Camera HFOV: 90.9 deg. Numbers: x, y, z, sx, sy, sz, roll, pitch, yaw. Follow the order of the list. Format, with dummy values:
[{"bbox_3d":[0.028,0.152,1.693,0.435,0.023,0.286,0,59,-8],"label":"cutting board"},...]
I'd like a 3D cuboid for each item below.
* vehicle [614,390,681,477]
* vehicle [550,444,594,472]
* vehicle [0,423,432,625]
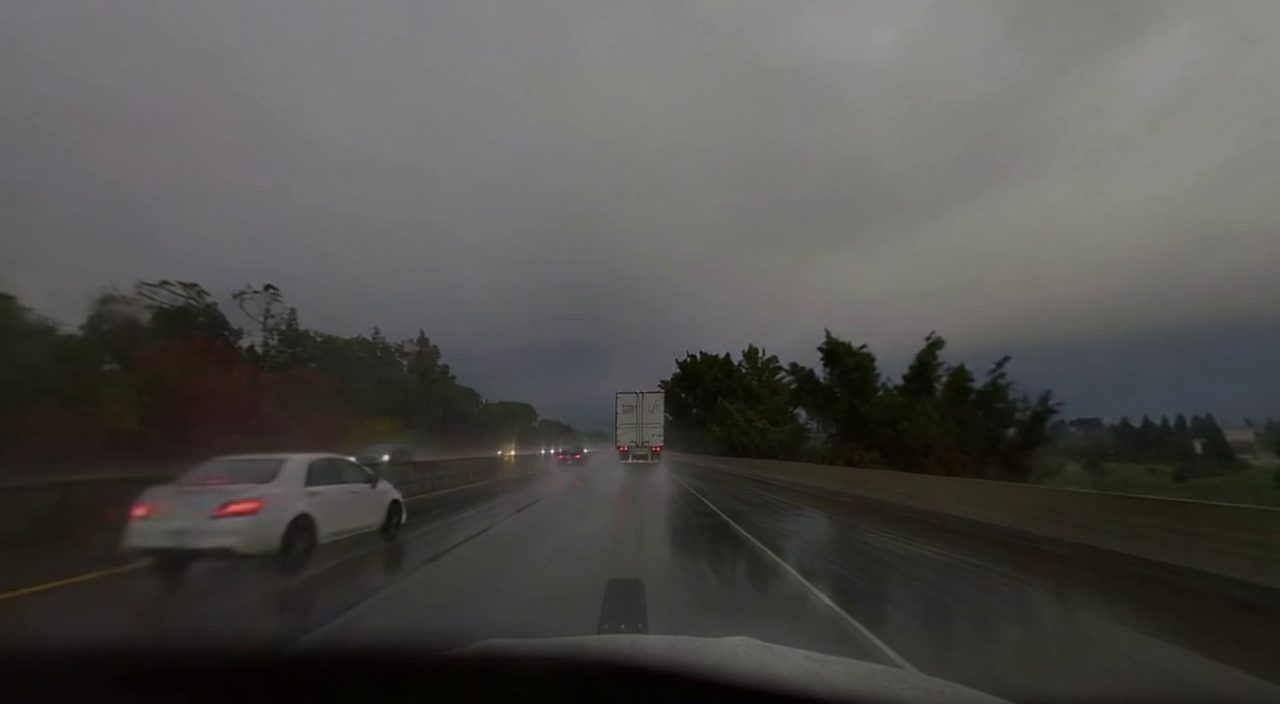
[{"bbox_3d":[0.252,4.396,33.010,2.959,3.828,9.617,0,-9,-1],"label":"vehicle"},{"bbox_3d":[-4.063,6.415,38.294,2.074,1.546,4.946,0,-9,0],"label":"vehicle"},{"bbox_3d":[-4.316,1.666,7.145,2.206,1.478,4.824,0,-9,1],"label":"vehicle"}]
